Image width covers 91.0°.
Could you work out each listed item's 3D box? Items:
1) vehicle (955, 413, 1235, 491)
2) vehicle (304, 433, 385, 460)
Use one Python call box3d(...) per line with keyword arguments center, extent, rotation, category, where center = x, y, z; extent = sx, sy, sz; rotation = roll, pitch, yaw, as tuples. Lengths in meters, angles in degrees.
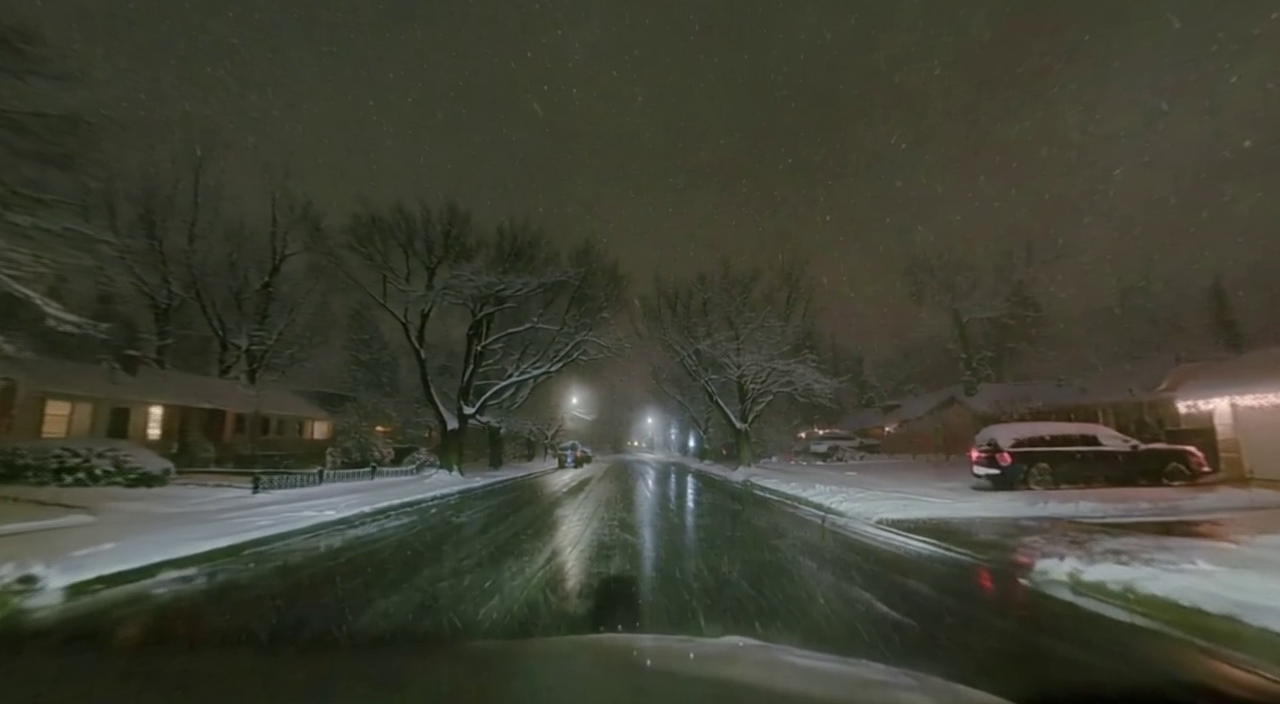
box3d(center=(11.736, 2.627, 16.594), extent=(5.637, 1.890, 2.171), rotation=(0, -9, -1), category="vehicle")
box3d(center=(-19.230, 6.185, 41.111), extent=(4.196, 1.696, 2.086), rotation=(0, -10, -1), category="vehicle")
